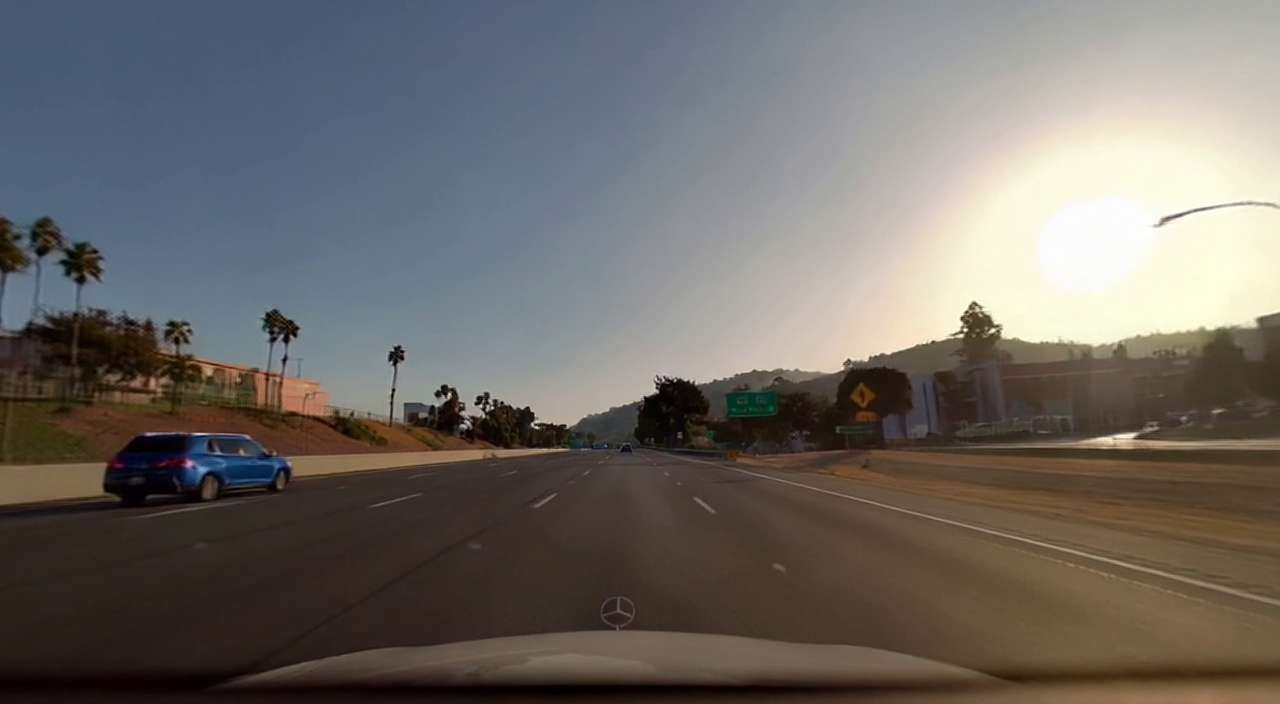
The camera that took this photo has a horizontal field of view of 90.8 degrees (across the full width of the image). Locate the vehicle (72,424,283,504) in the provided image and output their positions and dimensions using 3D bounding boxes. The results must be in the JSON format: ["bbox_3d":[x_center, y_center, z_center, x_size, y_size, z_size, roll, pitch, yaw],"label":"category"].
[{"bbox_3d":[-11.571,2.819,16.335,2.016,1.754,4.543,0,-8,0],"label":"vehicle"}]
